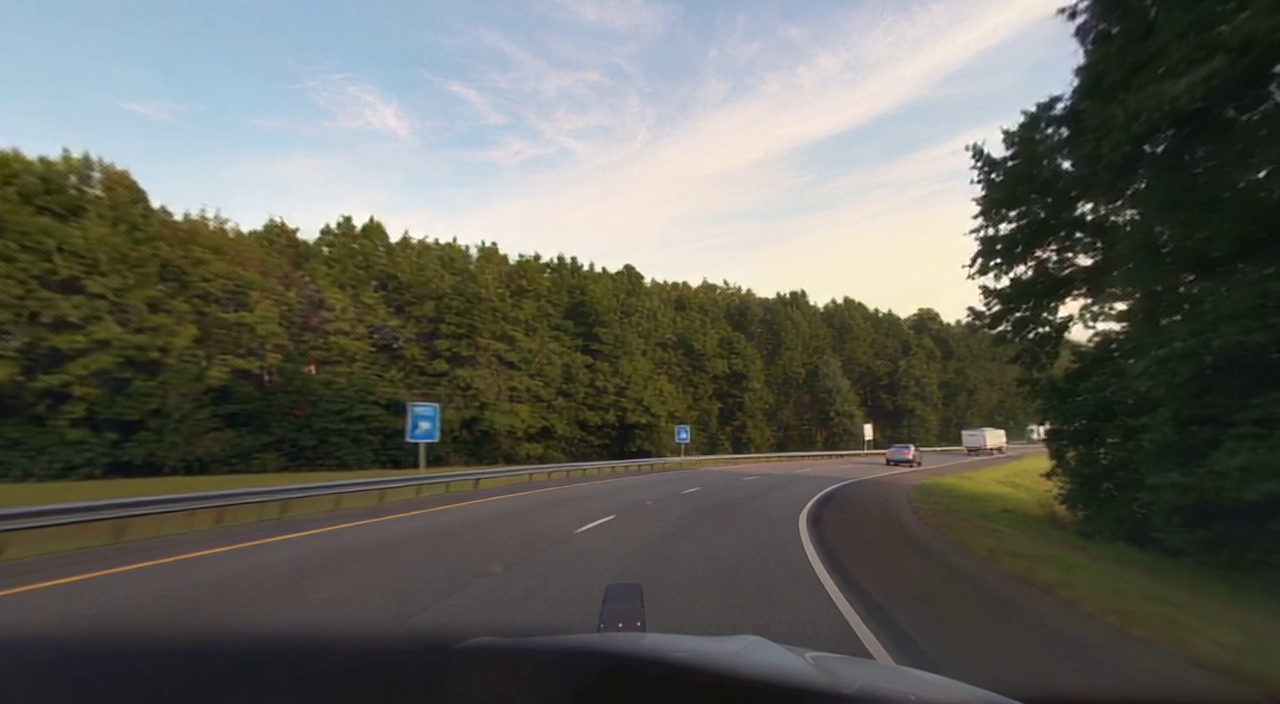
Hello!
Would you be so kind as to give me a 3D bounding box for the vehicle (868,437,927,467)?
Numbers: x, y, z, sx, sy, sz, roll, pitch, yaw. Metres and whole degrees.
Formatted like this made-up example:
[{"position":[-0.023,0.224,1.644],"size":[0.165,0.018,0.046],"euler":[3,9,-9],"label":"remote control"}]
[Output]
[{"position":[15.480,5.969,37.778],"size":[2.221,1.674,4.325],"euler":[-7,-11,36],"label":"vehicle"}]
